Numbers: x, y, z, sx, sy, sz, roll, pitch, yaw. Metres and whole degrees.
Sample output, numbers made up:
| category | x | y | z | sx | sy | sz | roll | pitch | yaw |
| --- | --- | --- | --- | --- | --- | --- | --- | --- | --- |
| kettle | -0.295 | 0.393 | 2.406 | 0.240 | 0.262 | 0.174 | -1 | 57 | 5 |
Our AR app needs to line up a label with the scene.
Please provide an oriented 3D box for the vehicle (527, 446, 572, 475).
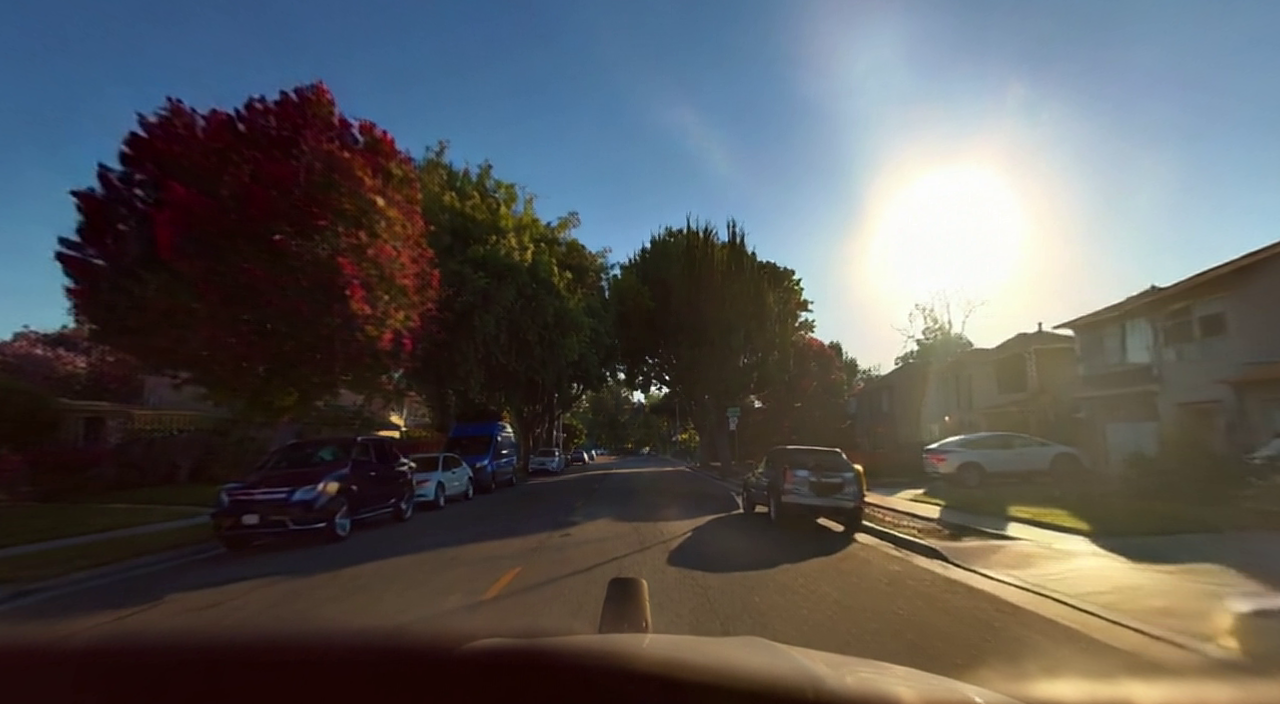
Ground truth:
| category | x | y | z | sx | sy | sz | roll | pitch | yaw |
| --- | --- | --- | --- | --- | --- | --- | --- | --- | --- |
| vehicle | -5.187 | 6.283 | 36.741 | 2.038 | 1.571 | 4.524 | 0 | -8 | -1 |

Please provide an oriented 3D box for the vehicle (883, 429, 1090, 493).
| category | x | y | z | sx | sy | sz | roll | pitch | yaw |
| --- | --- | --- | --- | --- | --- | --- | --- | --- | --- |
| vehicle | 9.218 | 2.916 | 17.054 | 4.365 | 1.597 | 2.112 | 1 | -8 | -5 |

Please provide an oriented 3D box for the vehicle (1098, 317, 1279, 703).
| category | x | y | z | sx | sy | sz | roll | pitch | yaw |
| --- | --- | --- | --- | --- | --- | --- | --- | --- | --- |
| vehicle | 3.040 | 0.540 | 0.307 | 2.172 | 1.764 | 4.685 | 0 | -8 | 2 |

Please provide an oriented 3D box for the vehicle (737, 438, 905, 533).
| category | x | y | z | sx | sy | sz | roll | pitch | yaw |
| --- | --- | --- | --- | --- | --- | --- | --- | --- | --- |
| vehicle | 3.275 | 2.496 | 12.488 | 1.945 | 1.514 | 4.552 | 0 | -8 | 0 |

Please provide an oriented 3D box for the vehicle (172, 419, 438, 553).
| category | x | y | z | sx | sy | sz | roll | pitch | yaw |
| --- | --- | --- | --- | --- | --- | --- | --- | --- | --- |
| vehicle | -5.424 | 2.205 | 11.133 | 2.090 | 1.855 | 4.494 | 0 | -8 | 2 |
